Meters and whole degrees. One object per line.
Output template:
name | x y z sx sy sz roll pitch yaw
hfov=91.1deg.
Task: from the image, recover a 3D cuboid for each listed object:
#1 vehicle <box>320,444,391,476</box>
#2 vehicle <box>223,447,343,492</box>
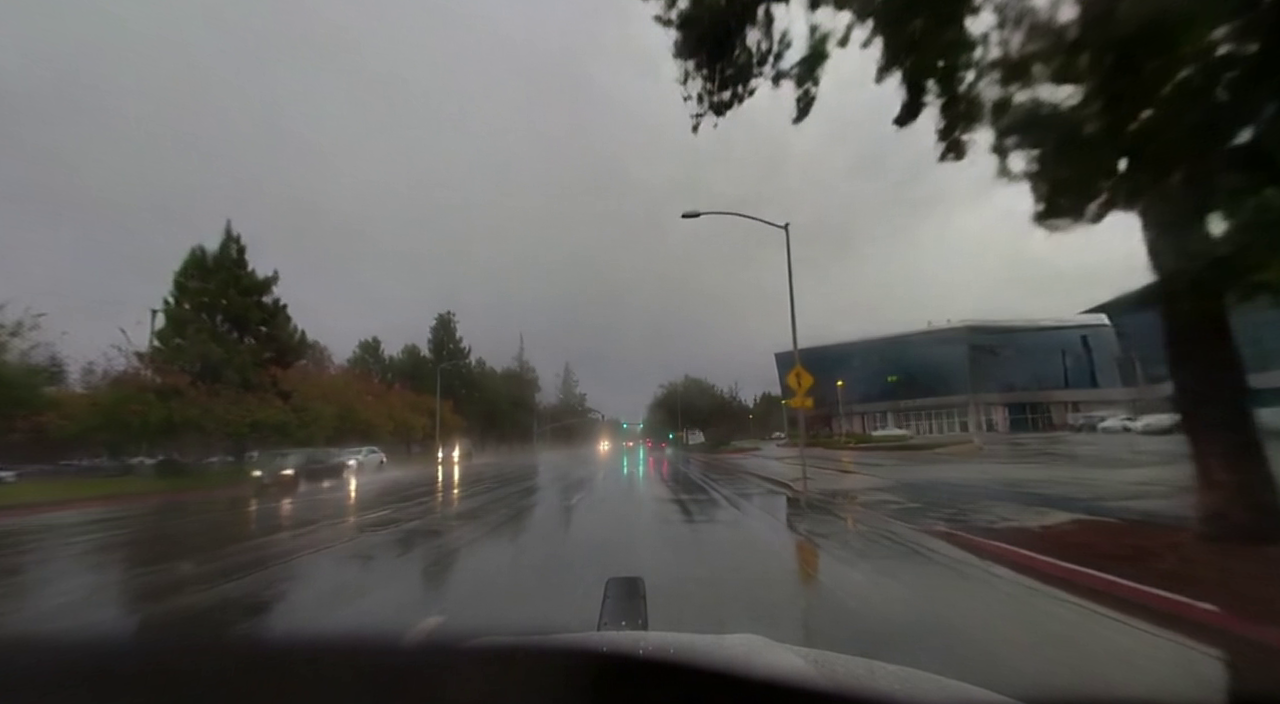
vehicle | -17.223 6.538 38.343 2.112 1.754 4.740 0 -8 0
vehicle | -13.720 4.488 24.476 1.939 1.548 4.490 0 -8 1
